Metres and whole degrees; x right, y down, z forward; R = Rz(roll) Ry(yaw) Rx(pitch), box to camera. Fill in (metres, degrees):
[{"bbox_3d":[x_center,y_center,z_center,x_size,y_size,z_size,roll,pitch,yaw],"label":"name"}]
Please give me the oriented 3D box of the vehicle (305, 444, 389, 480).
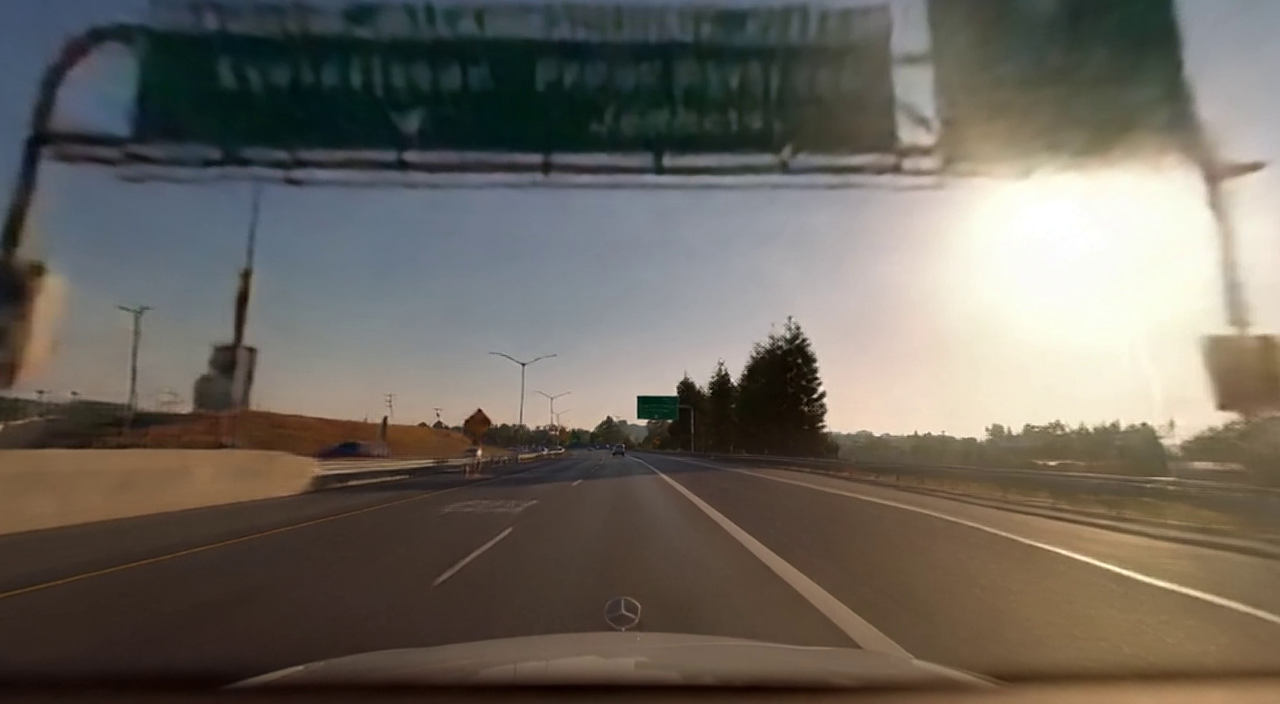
[{"bbox_3d":[-13.367,5.039,28.876,1.812,1.492,4.184,0,-9,0],"label":"vehicle"}]
